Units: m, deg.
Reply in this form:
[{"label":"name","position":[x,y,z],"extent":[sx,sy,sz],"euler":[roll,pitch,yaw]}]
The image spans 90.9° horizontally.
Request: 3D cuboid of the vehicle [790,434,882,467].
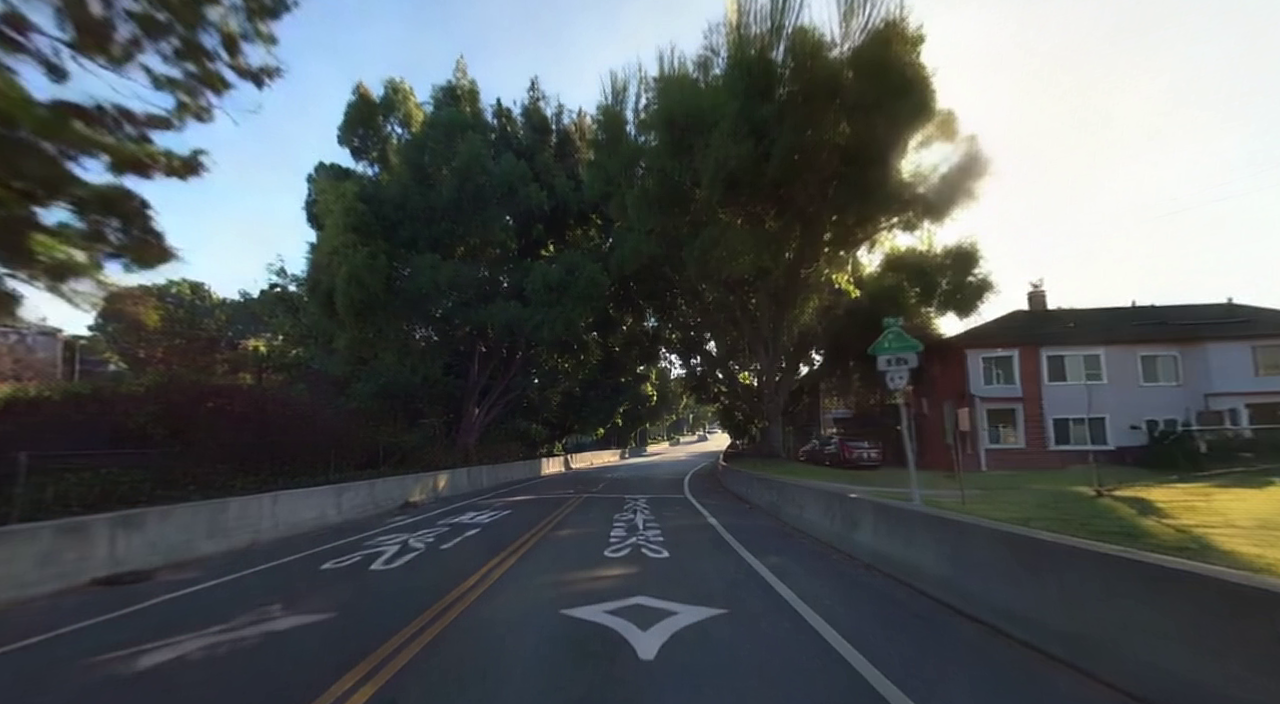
[{"label":"vehicle","position":[10.986,5.567,35.593],"extent":[4.614,1.764,1.860],"euler":[-1,-8,6]}]
